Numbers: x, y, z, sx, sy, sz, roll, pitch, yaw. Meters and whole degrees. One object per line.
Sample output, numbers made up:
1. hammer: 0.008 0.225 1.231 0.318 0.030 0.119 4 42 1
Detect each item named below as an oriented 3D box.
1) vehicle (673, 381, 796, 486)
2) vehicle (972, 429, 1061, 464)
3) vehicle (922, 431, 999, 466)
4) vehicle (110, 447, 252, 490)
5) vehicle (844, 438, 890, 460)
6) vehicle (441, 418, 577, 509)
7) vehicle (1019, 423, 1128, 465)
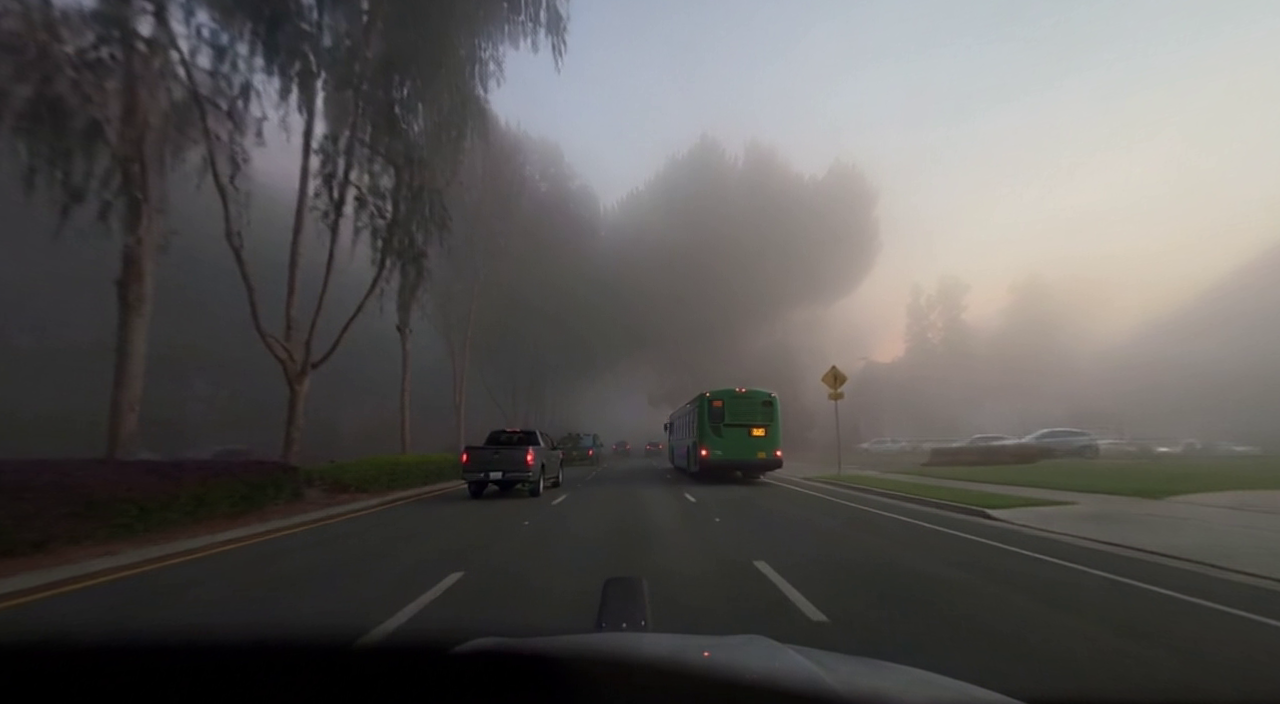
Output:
1. vehicle: 3.269 3.469 26.009 3.059 3.264 12.623 0 -8 0
2. vehicle: 19.122 4.827 32.248 2.062 1.683 4.209 0 -8 2
3. vehicle: 16.523 4.997 32.727 1.972 1.648 4.016 0 -8 2
4. vehicle: -17.570 4.454 24.488 1.854 1.489 4.820 0 -8 0
5. vehicle: 16.201 6.956 45.123 1.797 1.455 4.342 -2 -9 2
6. vehicle: -2.972 2.693 15.673 2.074 1.849 5.137 0 -8 2
7. vehicle: 21.802 4.662 32.016 2.152 1.945 4.827 0 -8 2
